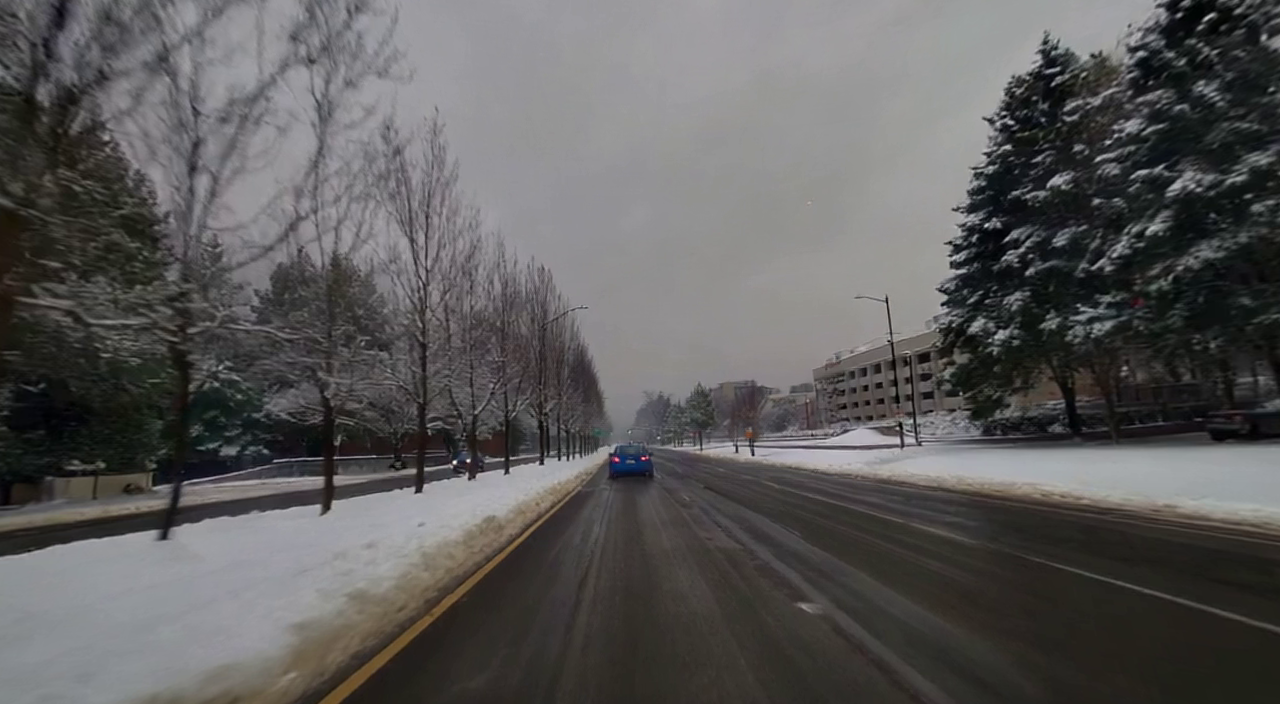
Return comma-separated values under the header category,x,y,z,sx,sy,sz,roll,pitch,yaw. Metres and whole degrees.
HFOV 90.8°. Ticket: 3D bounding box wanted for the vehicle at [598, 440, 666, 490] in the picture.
category,x,y,z,sx,sy,sz,roll,pitch,yaw
vehicle,-0.276,3.732,21.299,2.042,1.479,4.601,0,-8,-1
